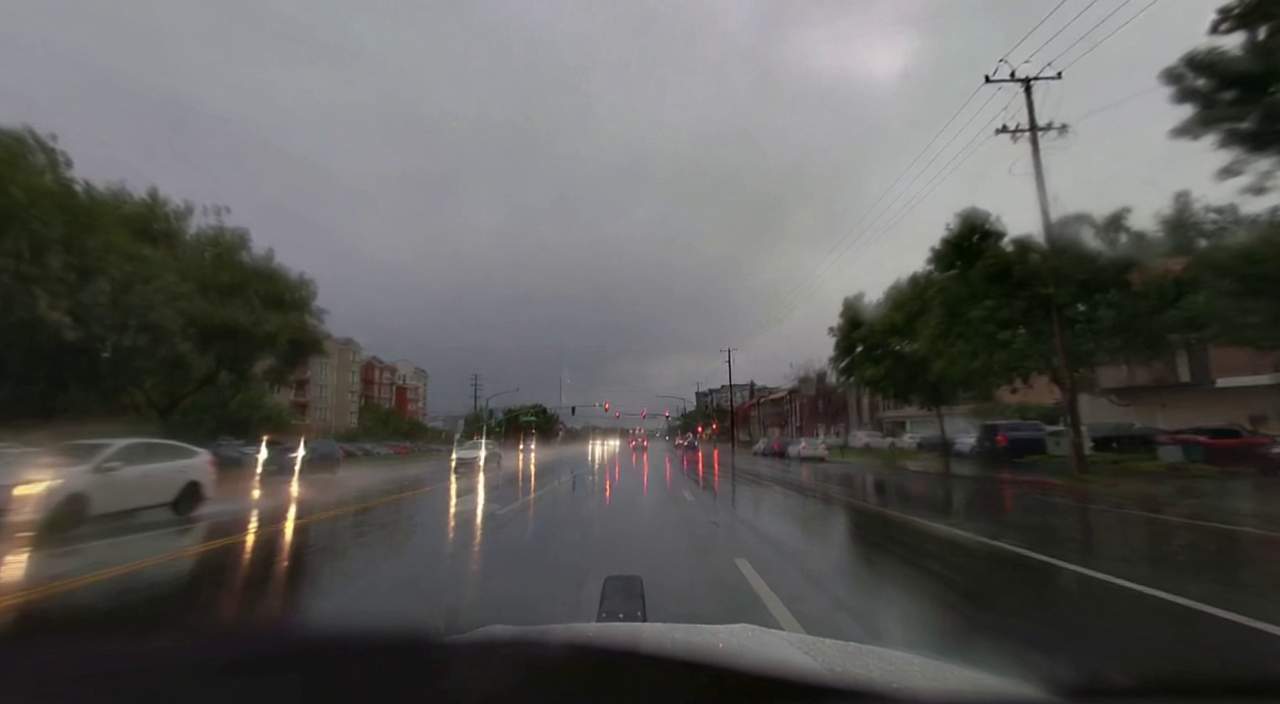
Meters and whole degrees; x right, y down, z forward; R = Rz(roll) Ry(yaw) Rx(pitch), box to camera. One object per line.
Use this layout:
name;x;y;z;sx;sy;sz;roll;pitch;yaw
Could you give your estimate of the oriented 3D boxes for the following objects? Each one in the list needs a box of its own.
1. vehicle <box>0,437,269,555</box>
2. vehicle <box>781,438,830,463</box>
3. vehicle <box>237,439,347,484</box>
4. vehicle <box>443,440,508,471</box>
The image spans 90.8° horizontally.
vehicle;-8.627;2.214;10.533;1.996;1.497;4.667;-1;-9;1
vehicle;10.348;6.207;39.795;1.861;1.446;4.413;0;-9;-1
vehicle;-15.337;4.815;28.212;2.053;1.806;4.919;0;-9;0
vehicle;-8.497;5.403;33.105;2.025;1.479;4.739;-1;-9;1
